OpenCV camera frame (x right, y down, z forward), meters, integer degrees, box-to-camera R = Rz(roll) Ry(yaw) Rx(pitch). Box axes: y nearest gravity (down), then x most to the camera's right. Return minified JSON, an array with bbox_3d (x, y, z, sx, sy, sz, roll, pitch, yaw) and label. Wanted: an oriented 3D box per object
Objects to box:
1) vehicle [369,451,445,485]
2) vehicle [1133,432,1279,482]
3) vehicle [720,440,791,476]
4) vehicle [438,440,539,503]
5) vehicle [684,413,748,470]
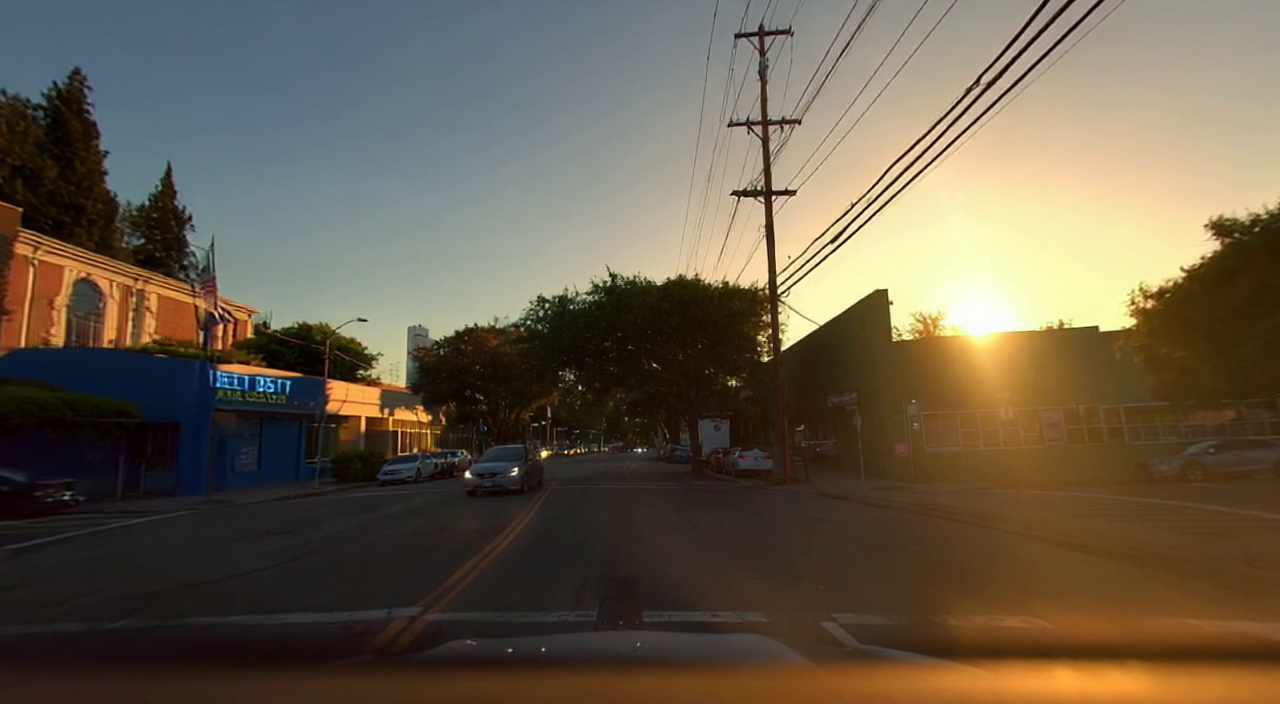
[{"bbox_3d":[-10.960,5.461,30.053,1.978,1.452,4.263,0,-8,0],"label":"vehicle"},{"bbox_3d":[18.618,3.287,19.935,4.368,1.479,1.985,0,-9,1],"label":"vehicle"},{"bbox_3d":[5.588,5.175,31.125,1.963,1.646,4.204,2,-9,-11],"label":"vehicle"},{"bbox_3d":[-4.013,3.221,17.464,1.914,1.506,4.125,0,-8,-2],"label":"vehicle"},{"bbox_3d":[4.600,5.651,39.834,2.815,3.203,7.558,0,-8,-2],"label":"vehicle"}]
